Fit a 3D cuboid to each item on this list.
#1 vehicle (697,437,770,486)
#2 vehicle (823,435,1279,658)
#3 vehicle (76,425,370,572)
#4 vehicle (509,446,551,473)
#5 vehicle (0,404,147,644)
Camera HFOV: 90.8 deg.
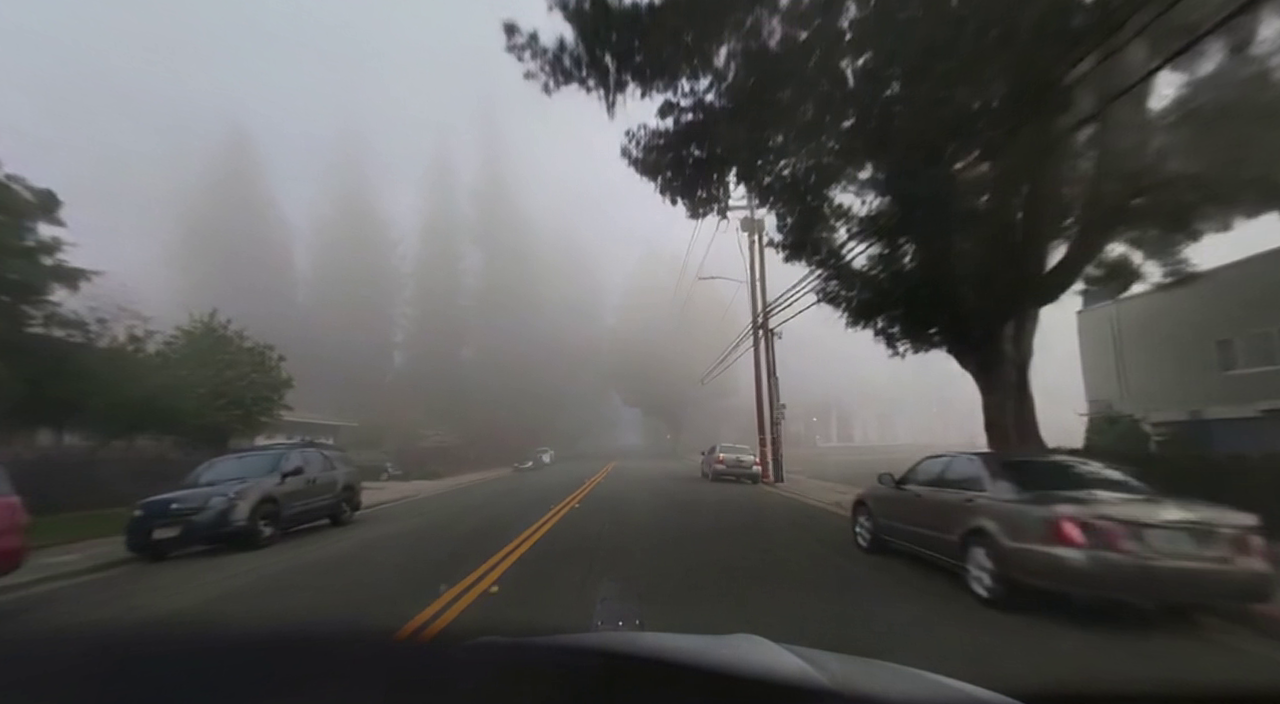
[{"bbox_3d":[3.112,3.740,21.905,1.843,1.495,3.930,0,-8,-1],"label":"vehicle"},{"bbox_3d":[3.422,1.543,6.218,1.802,1.382,4.300,0,-8,-2],"label":"vehicle"},{"bbox_3d":[-6.628,2.316,10.890,2.059,1.831,4.590,-3,-8,-1],"label":"vehicle"},{"bbox_3d":[-6.733,6.631,39.115,1.815,1.402,4.559,-4,-8,-1],"label":"vehicle"},{"bbox_3d":[-6.274,1.238,3.735,2.382,1.869,5.476,-4,-9,-1],"label":"vehicle"}]
